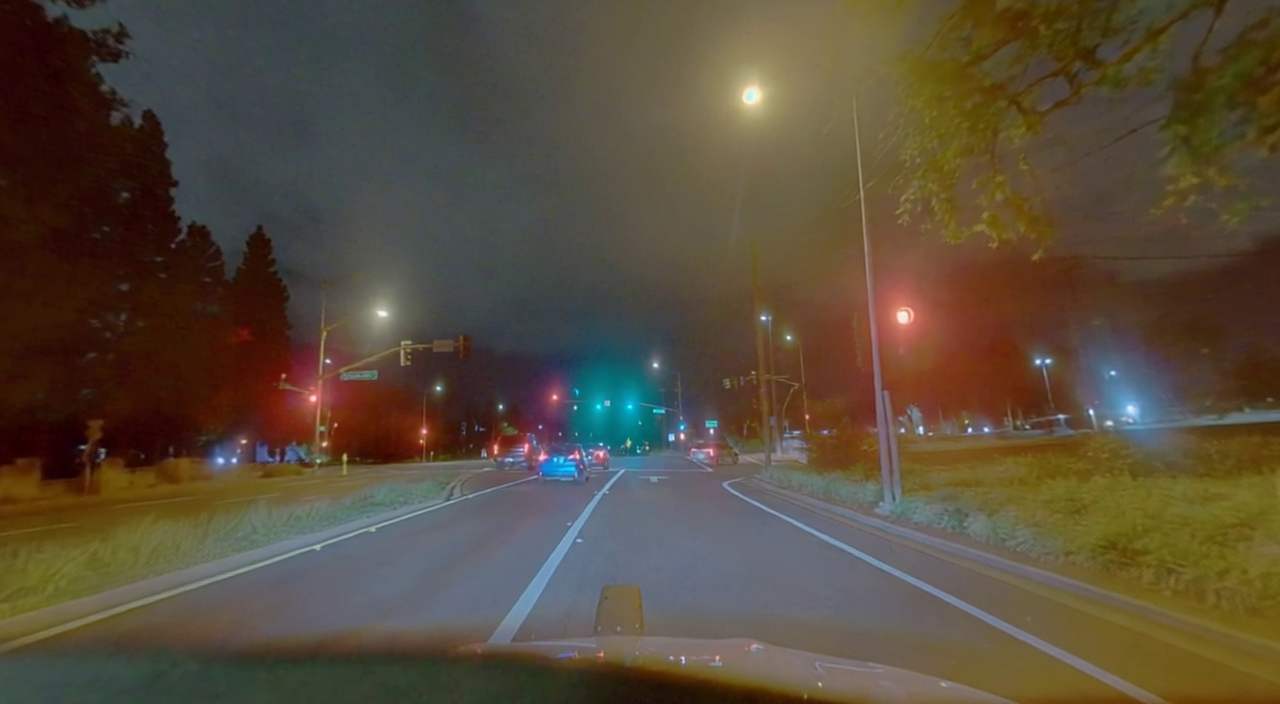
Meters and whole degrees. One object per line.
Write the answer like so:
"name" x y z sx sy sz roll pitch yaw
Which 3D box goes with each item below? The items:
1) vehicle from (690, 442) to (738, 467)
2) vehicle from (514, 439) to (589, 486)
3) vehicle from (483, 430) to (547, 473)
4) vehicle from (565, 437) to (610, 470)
"vehicle" 4.507 6.136 38.055 1.945 1.410 4.284 -3 -9 19
"vehicle" -2.974 3.834 22.145 1.979 1.492 3.930 0 -9 1
"vehicle" -6.268 5.073 32.348 2.390 2.020 5.085 0 -9 -2
"vehicle" -2.789 5.546 34.667 2.055 1.679 4.155 0 -9 1
